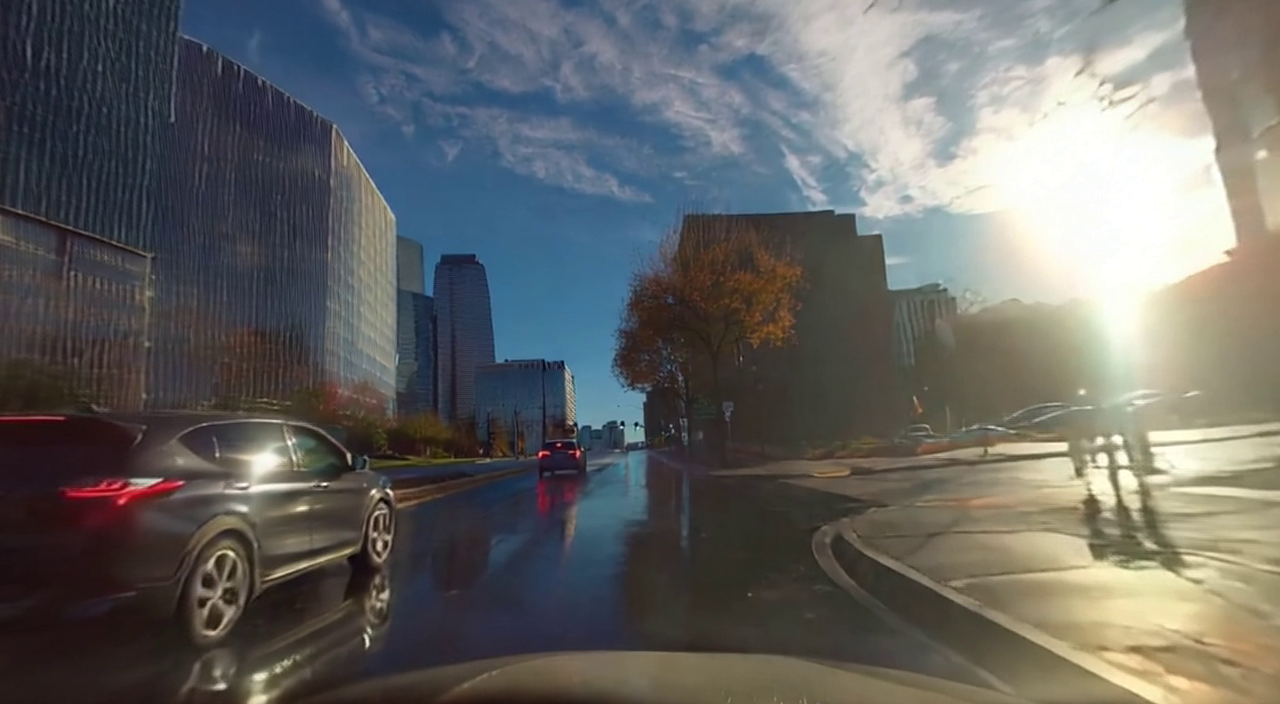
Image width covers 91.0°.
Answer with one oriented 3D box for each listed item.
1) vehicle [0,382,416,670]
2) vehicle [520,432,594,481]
[{"bbox_3d":[-4.181,1.401,6.210,2.169,1.741,4.588,0,-9,1],"label":"vehicle"},{"bbox_3d":[-3.408,4.439,26.967,2.384,1.849,5.009,0,-9,1],"label":"vehicle"}]
